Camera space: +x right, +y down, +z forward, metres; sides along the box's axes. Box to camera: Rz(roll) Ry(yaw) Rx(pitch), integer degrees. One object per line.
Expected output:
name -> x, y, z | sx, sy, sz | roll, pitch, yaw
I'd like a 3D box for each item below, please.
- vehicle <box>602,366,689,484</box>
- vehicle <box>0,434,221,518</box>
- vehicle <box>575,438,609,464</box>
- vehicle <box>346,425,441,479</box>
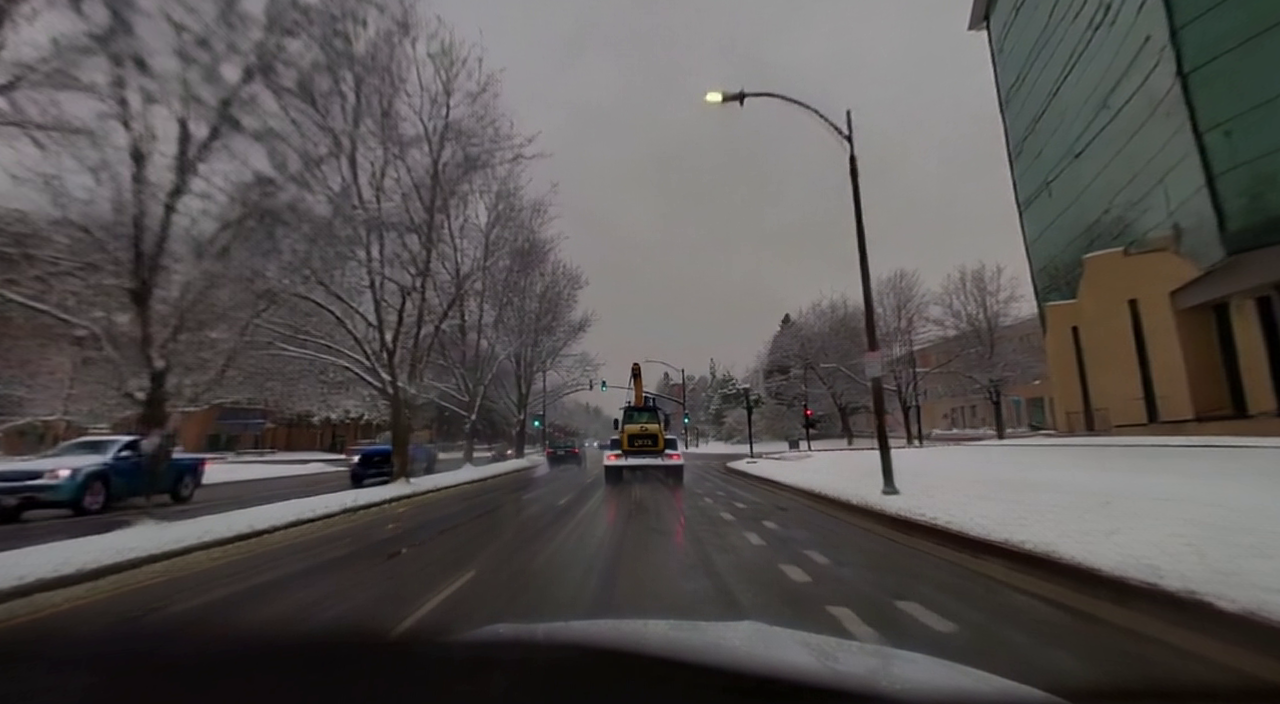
vehicle -> 0.194, 2.989, 24.321 | 2.552, 3.461, 11.044 | -1, -9, 0
vehicle -> -15.176, 3.377, 17.939 | 2.225, 1.946, 6.187 | 0, -9, 1
vehicle -> -3.271, 6.883, 43.804 | 2.081, 1.688, 4.235 | 0, -9, 0
vehicle -> -12.164, 4.999, 31.718 | 2.404, 2.444, 5.799 | 0, -9, 0
